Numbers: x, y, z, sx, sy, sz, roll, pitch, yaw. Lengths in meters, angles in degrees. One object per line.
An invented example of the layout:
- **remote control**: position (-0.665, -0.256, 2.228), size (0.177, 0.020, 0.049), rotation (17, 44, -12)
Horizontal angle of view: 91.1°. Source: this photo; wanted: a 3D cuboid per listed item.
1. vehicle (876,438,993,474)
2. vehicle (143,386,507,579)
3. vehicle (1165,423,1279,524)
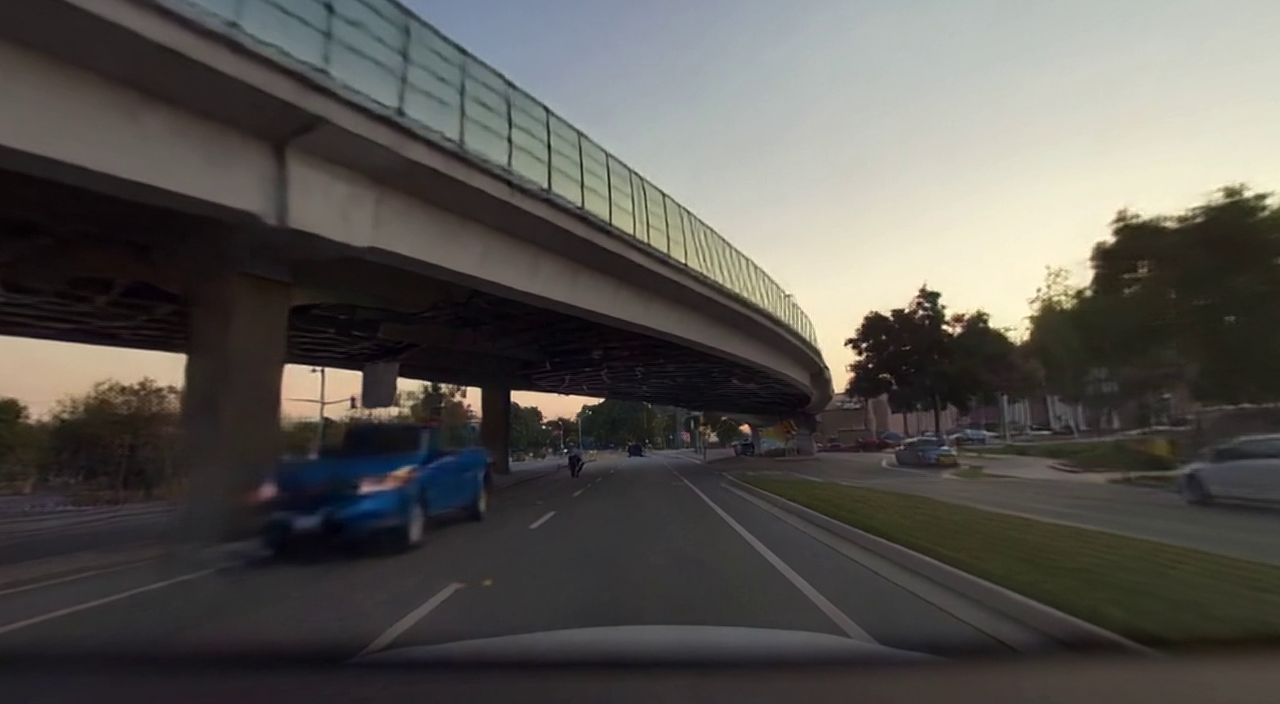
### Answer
- **vehicle**: position (14.398, 5.064, 30.970), size (2.078, 1.523, 4.760), rotation (2, -7, -34)
- **vehicle**: position (-3.975, 1.819, 9.649), size (2.468, 1.993, 5.840), rotation (-1, -9, 1)
- **vehicle**: position (11.629, 1.961, 10.232), size (2.189, 1.510, 4.458), rotation (-6, -8, 0)
